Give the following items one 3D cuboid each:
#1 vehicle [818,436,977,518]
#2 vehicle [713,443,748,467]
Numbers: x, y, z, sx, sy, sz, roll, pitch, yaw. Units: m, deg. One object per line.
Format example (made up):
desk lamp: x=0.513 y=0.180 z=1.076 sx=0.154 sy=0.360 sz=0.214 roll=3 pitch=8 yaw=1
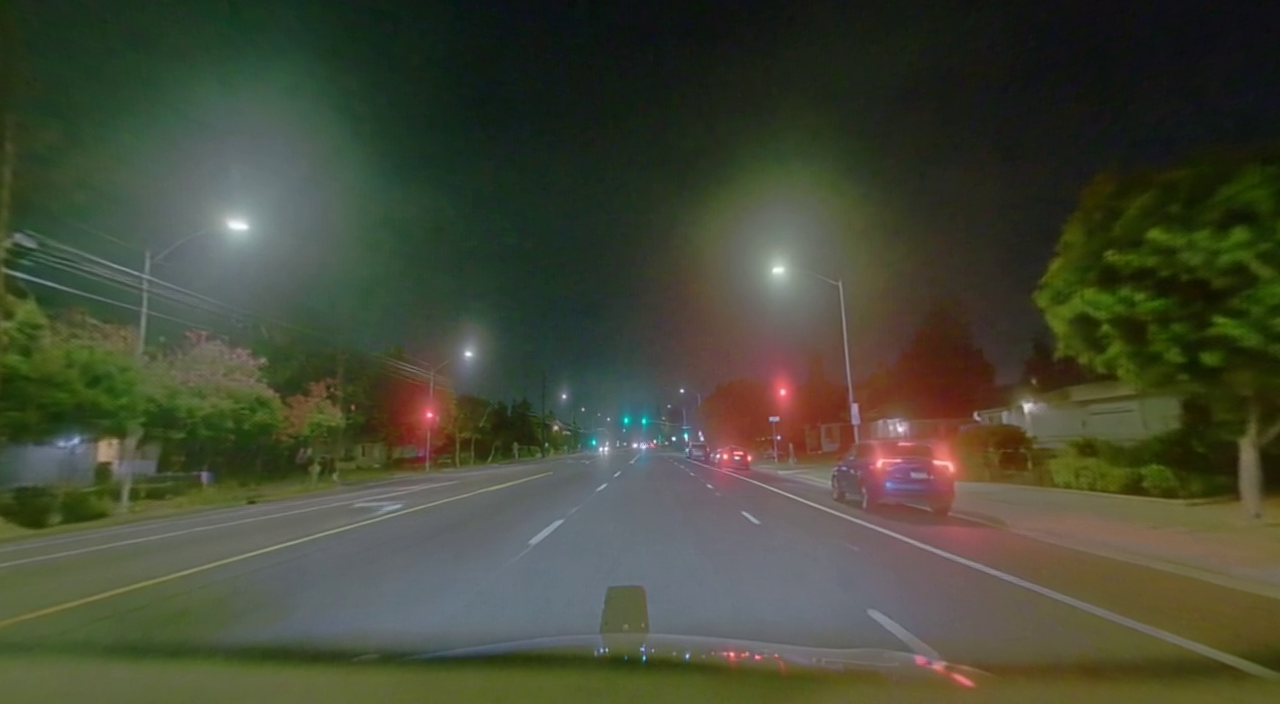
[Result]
vehicle: x=5.617 y=2.743 z=14.392 sx=1.950 sy=1.567 sz=4.083 roll=0 pitch=-8 yaw=1
vehicle: x=6.148 y=7.037 z=43.120 sx=1.855 sy=1.520 sz=4.808 roll=0 pitch=-8 yaw=2
